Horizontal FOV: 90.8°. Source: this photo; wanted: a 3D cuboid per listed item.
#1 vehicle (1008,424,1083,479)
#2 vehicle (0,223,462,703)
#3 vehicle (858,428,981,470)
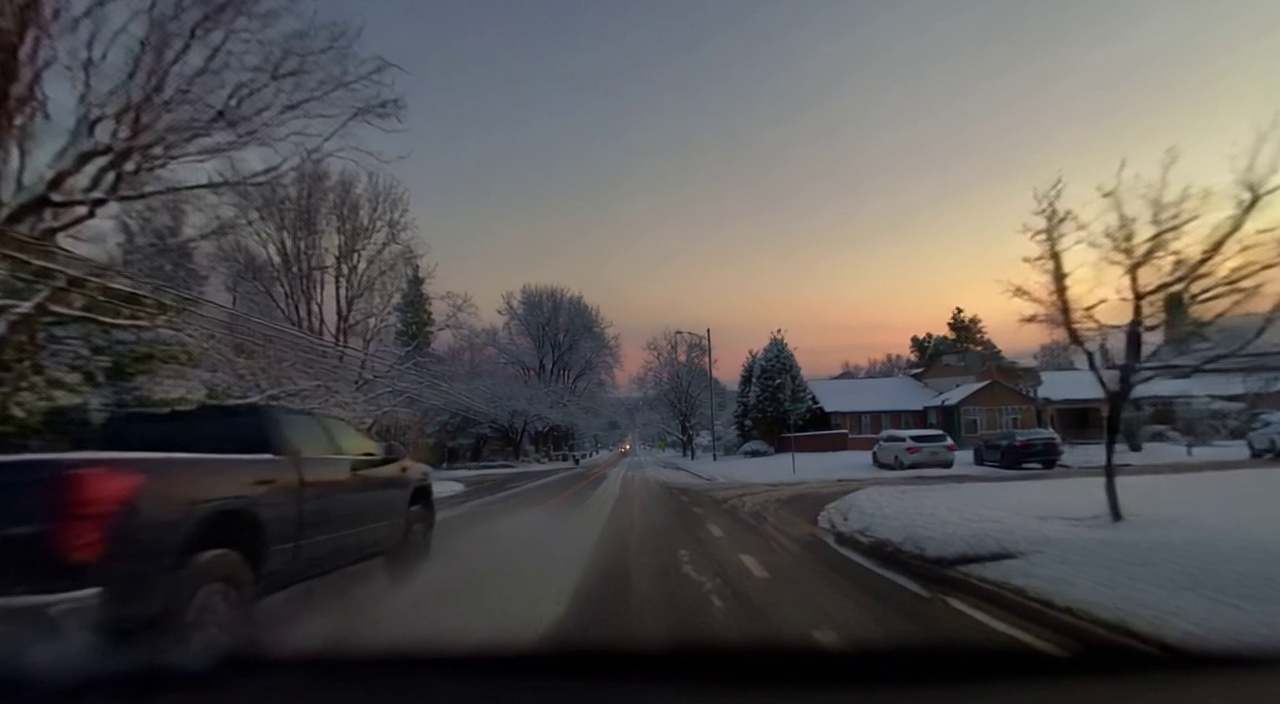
[{"bbox_3d":[13.864,3.409,21.763,1.860,1.697,4.292,-5,-10,30],"label":"vehicle"},{"bbox_3d":[-2.958,0.961,4.042,2.210,2.023,4.663,0,-9,0],"label":"vehicle"},{"bbox_3d":[9.436,3.355,21.839,1.922,1.263,4.664,0,-9,-3],"label":"vehicle"}]
